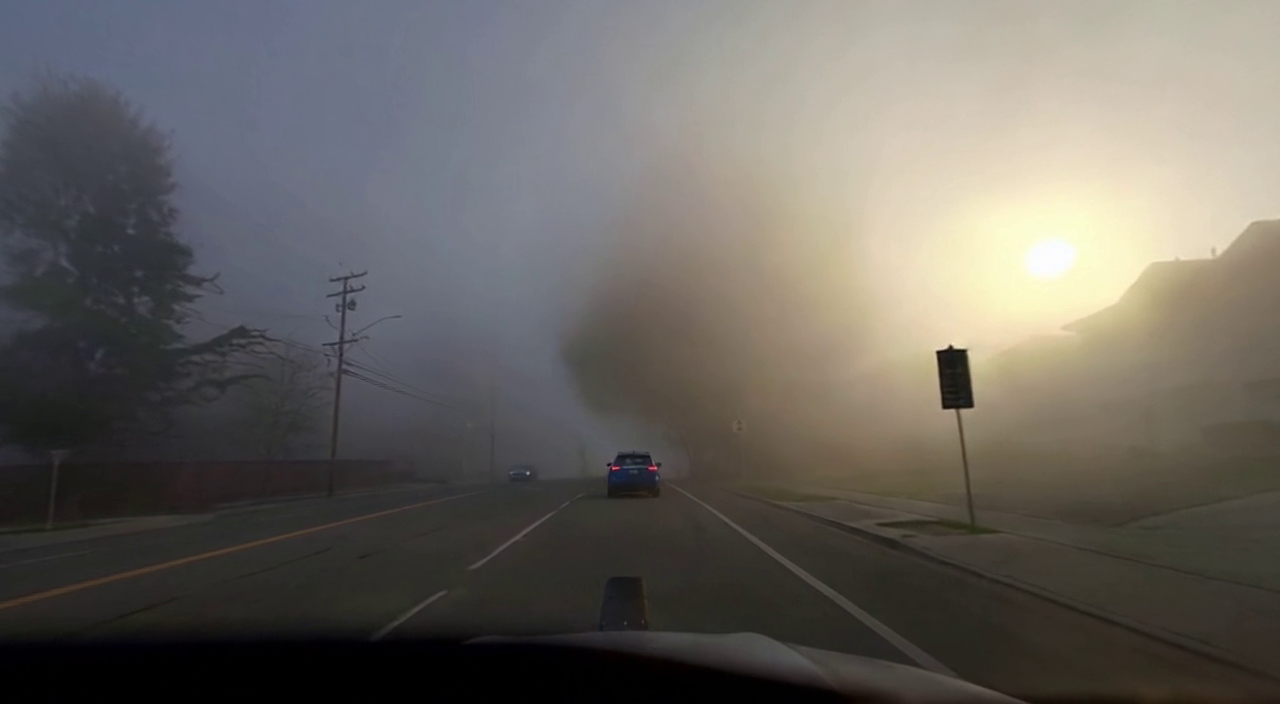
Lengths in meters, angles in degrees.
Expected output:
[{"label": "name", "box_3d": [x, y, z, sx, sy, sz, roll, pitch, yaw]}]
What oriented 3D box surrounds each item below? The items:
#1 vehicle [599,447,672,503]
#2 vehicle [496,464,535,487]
[{"label": "vehicle", "box_3d": [-0.160, 4.016, 21.124, 2.200, 1.653, 4.127, 0, -8, 0]}, {"label": "vehicle", "box_3d": [-9.457, 9.418, 48.176, 1.960, 1.490, 4.674, 0, -8, 1]}]
